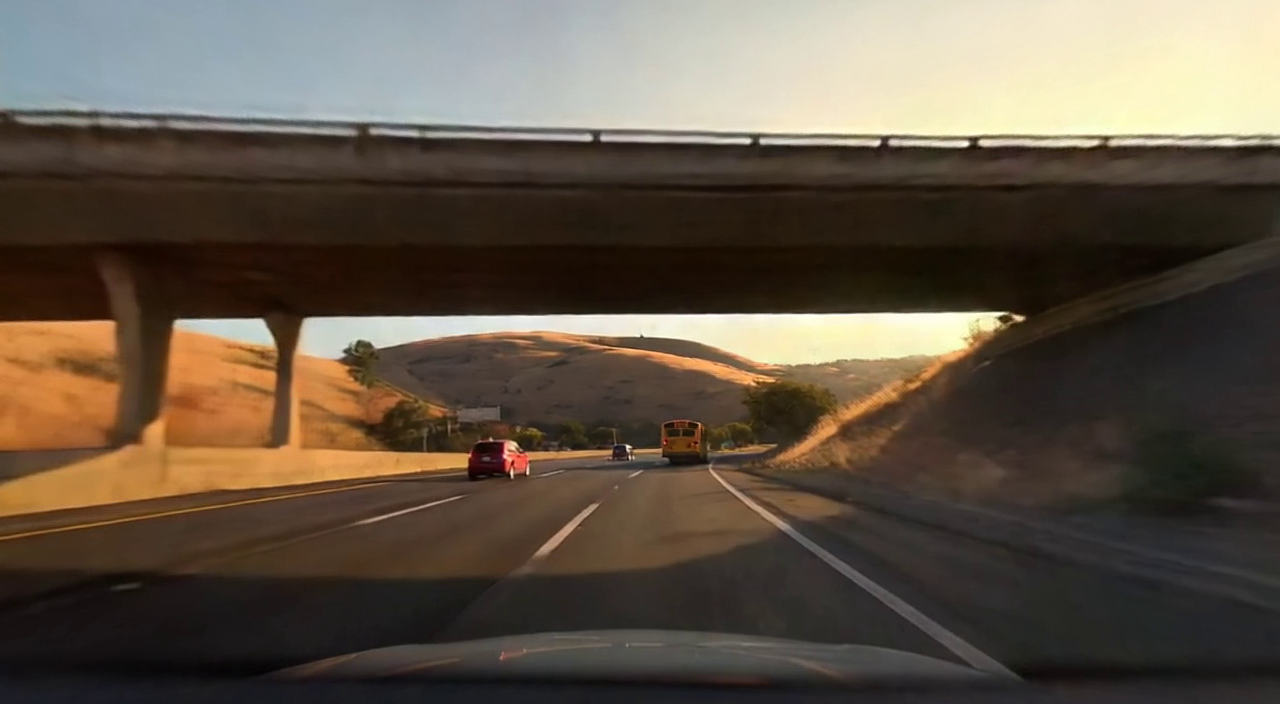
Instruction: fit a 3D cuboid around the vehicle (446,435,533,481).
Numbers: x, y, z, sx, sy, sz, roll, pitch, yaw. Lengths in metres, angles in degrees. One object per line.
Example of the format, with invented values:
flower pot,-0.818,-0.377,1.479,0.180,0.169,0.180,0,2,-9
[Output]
vehicle,-6.066,4.339,26.083,2.172,1.689,4.625,0,-8,4
